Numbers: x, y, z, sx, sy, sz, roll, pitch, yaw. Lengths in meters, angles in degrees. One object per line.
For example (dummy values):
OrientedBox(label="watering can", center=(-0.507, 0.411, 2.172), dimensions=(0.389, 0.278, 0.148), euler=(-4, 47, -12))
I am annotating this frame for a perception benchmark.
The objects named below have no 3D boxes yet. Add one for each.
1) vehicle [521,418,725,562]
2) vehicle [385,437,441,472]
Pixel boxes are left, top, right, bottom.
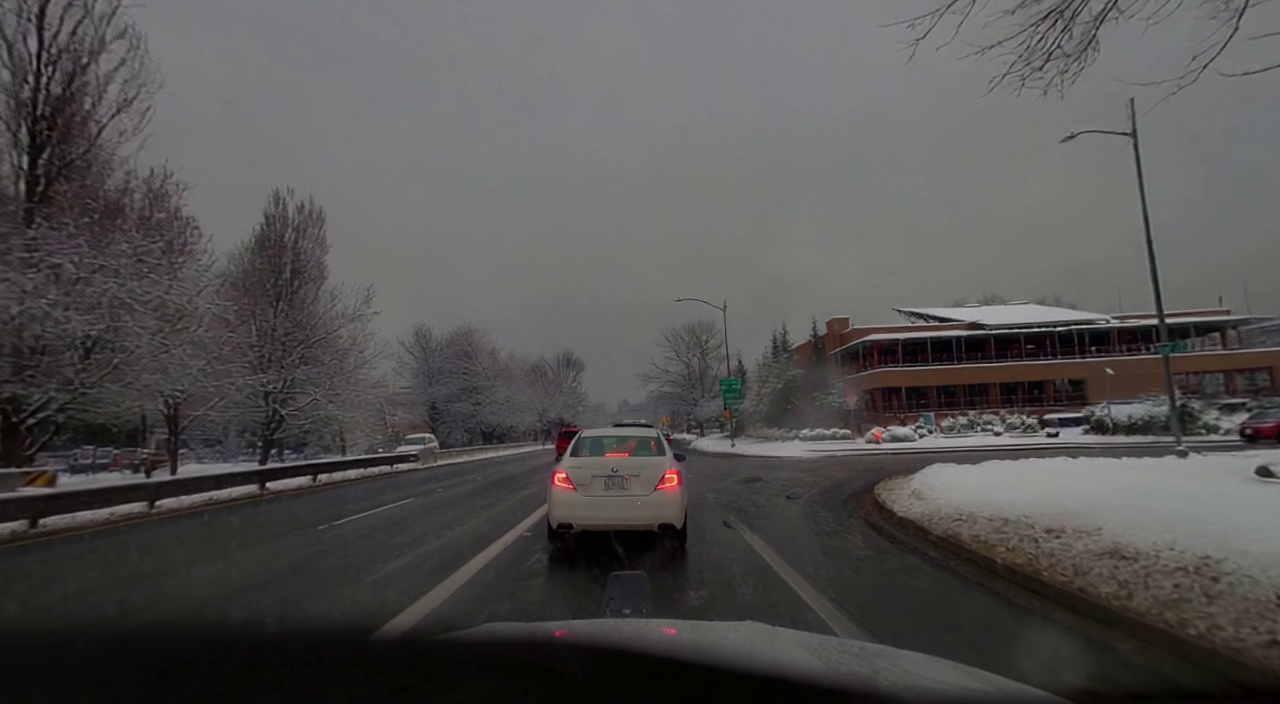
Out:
OrientedBox(label="vehicle", center=(-0.180, 1.737, 8.660), dimensions=(2.112, 1.482, 4.076), euler=(0, -8, 0))
OrientedBox(label="vehicle", center=(-10.409, 4.638, 28.696), dimensions=(2.072, 1.465, 4.394), euler=(3, -9, -23))
